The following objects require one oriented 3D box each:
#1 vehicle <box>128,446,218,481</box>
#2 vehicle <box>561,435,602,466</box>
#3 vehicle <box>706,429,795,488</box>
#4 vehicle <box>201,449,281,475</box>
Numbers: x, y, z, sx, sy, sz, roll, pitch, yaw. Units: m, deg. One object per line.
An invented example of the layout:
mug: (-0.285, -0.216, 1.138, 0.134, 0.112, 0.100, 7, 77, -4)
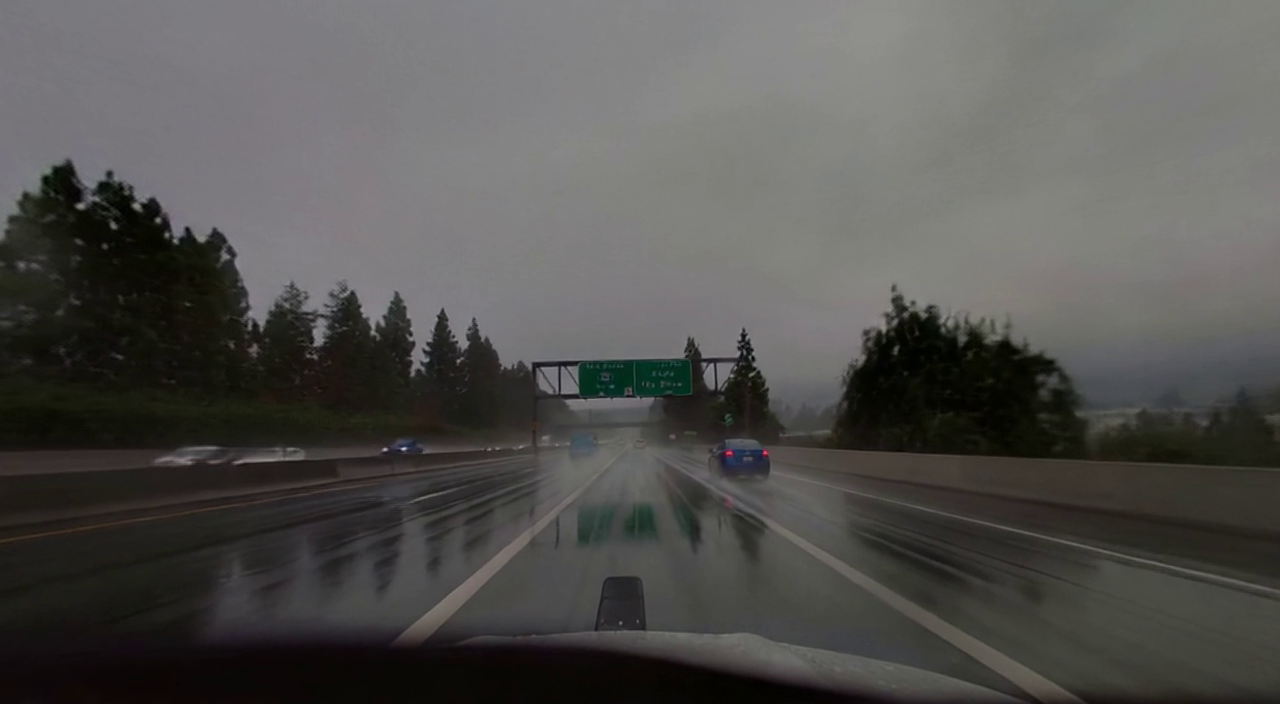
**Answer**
vehicle: (-28.773, 6.844, 39.135, 2.029, 1.981, 4.631, 0, -9, -1)
vehicle: (-3.609, 6.243, 39.973, 2.173, 1.793, 4.564, 0, -9, 0)
vehicle: (3.467, 3.439, 20.663, 2.053, 1.714, 4.097, 0, -9, -1)
vehicle: (-25.162, 6.954, 40.061, 2.172, 1.535, 4.471, 0, -9, -1)
